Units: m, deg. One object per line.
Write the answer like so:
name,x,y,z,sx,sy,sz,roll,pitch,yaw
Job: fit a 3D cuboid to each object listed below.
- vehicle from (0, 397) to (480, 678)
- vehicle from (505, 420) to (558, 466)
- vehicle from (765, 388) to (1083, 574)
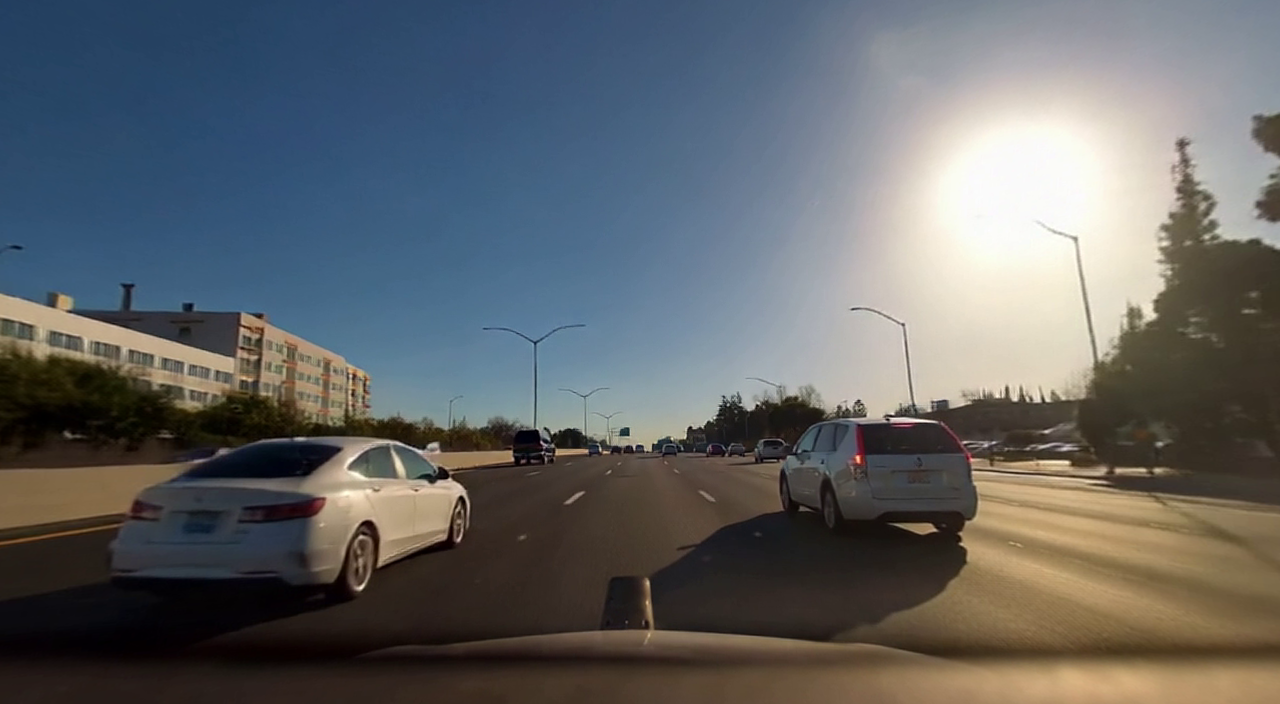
vehicle,-3.197,1.381,5.921,2.080,1.542,4.718,0,-8,1
vehicle,-6.961,5.977,41.312,2.362,2.778,6.630,0,-8,0
vehicle,3.359,1.657,8.849,2.148,1.852,4.835,0,-8,0
